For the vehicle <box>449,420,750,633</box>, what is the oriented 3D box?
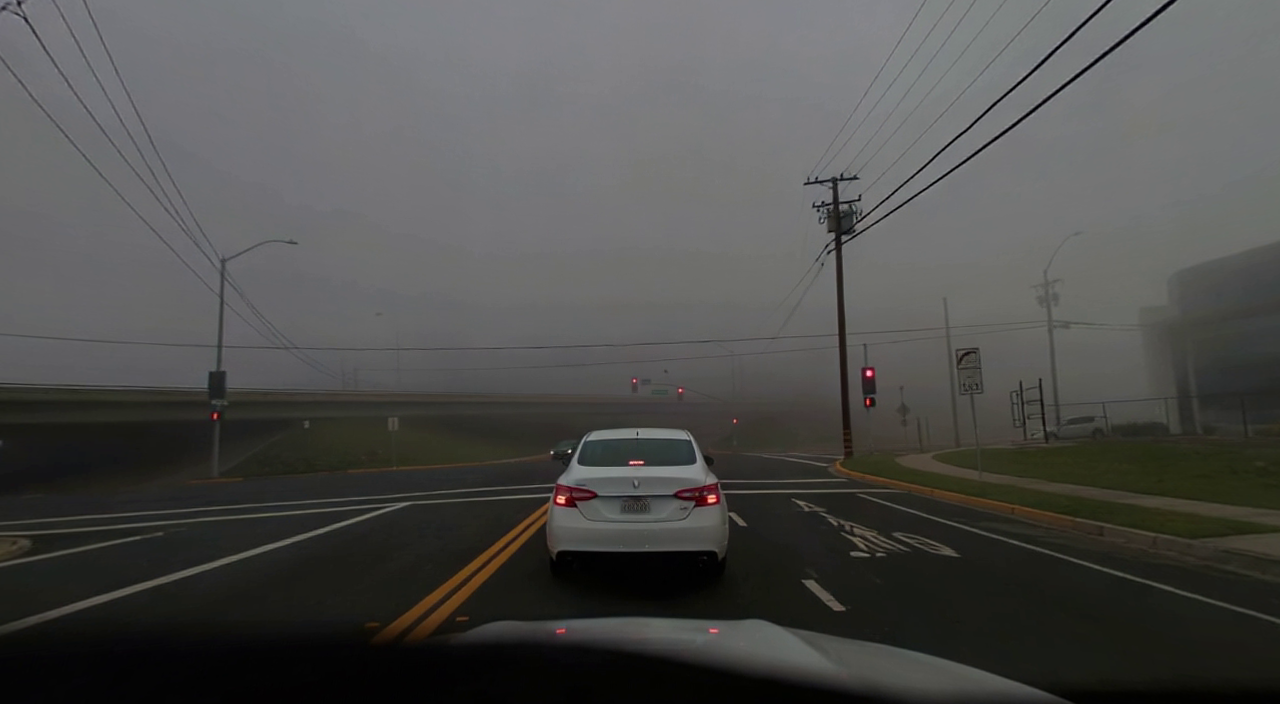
[{"bbox_3d":[-0.248,1.525,6.471,2.090,1.458,4.033,-1,-9,1],"label":"vehicle"}]
